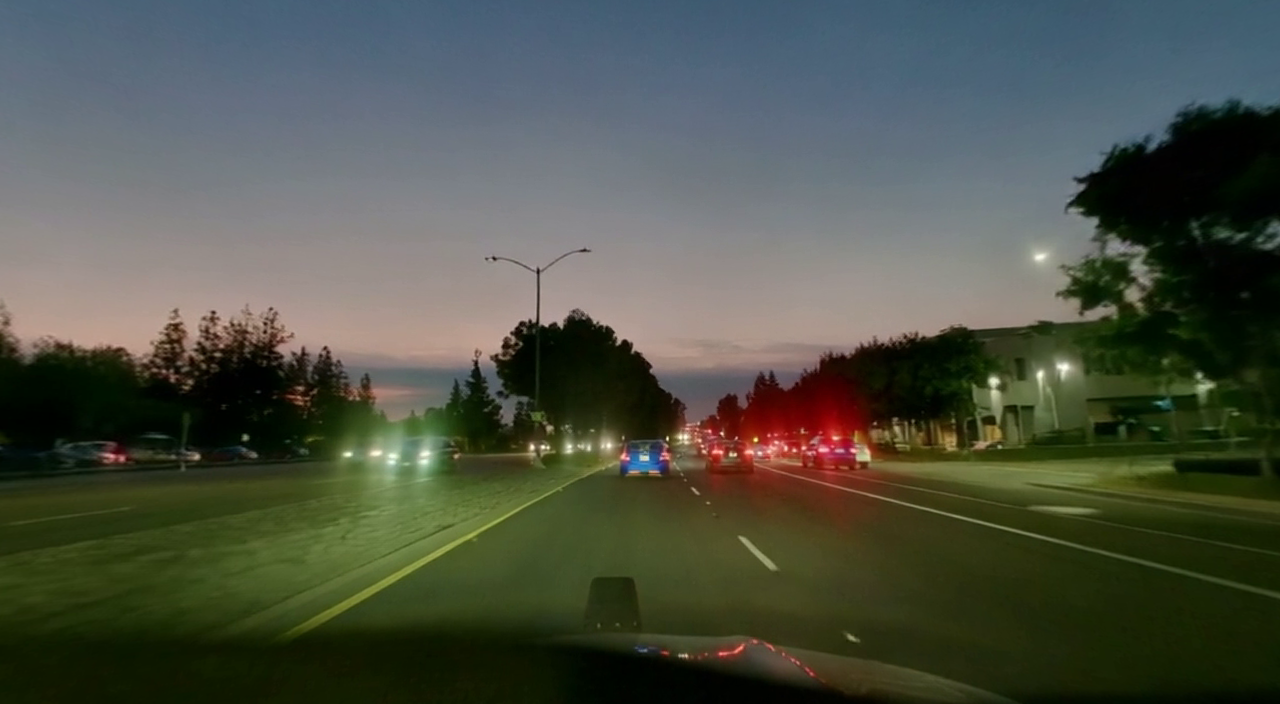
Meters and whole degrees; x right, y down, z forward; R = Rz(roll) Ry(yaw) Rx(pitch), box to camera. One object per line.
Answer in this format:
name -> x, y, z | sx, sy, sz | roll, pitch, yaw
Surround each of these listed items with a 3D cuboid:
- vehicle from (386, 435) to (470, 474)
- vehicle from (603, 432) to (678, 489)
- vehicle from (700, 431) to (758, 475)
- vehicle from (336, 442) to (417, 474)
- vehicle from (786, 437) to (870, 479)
vehicle -> -9.078, 4.430, 27.412 | 2.074, 1.543, 4.536 | 0, -9, 0
vehicle -> 0.014, 3.438, 20.275 | 2.145, 1.603, 4.369 | 0, -9, 0
vehicle -> 3.876, 4.470, 28.117 | 1.976, 1.796, 4.159 | 0, -9, 0
vehicle -> -12.828, 5.182, 30.958 | 1.915, 1.456, 4.636 | 0, -9, 1
vehicle -> 7.280, 4.145, 24.841 | 1.928, 1.488, 4.361 | 0, -9, 0
